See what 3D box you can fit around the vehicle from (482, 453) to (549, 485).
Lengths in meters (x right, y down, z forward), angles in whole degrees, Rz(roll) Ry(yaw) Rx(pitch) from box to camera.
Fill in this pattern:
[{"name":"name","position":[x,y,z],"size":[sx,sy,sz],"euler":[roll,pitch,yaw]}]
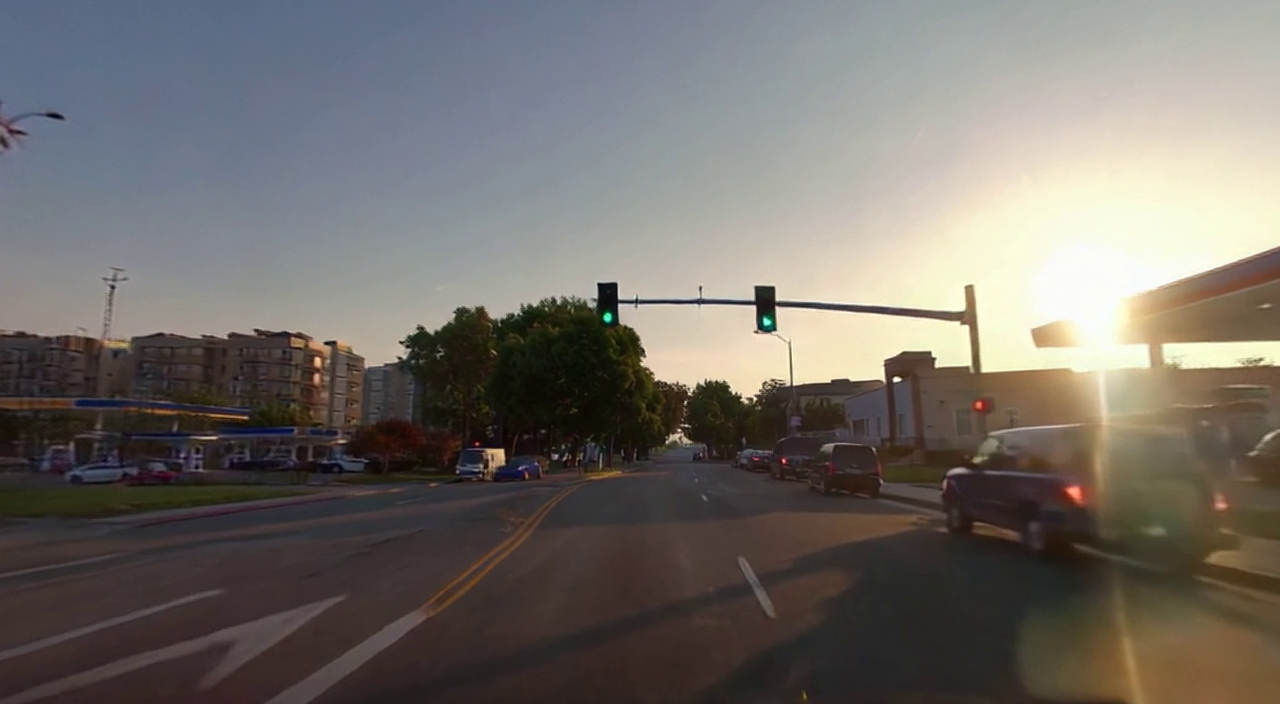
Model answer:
[{"name":"vehicle","position":[-6.721,6.366,34.717],"size":[2.007,1.606,4.764],"euler":[-2,-9,9]}]

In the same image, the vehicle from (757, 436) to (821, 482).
[{"name":"vehicle","position":[7.481,5.437,32.317],"size":[2.181,2.103,6.044],"euler":[-1,-9,4]}]

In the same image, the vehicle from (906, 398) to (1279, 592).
[{"name":"vehicle","position":[5.783,1.817,8.878],"size":[2.194,1.896,5.049],"euler":[-1,-9,5]}]

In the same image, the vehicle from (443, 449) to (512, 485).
[{"name":"vehicle","position":[-9.600,6.836,37.909],"size":[2.214,1.994,5.721],"euler":[-1,-9,5]}]

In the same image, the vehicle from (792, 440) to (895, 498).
[{"name":"vehicle","position":[6.714,3.909,21.532],"size":[1.995,1.720,5.067],"euler":[-1,-9,2]}]
